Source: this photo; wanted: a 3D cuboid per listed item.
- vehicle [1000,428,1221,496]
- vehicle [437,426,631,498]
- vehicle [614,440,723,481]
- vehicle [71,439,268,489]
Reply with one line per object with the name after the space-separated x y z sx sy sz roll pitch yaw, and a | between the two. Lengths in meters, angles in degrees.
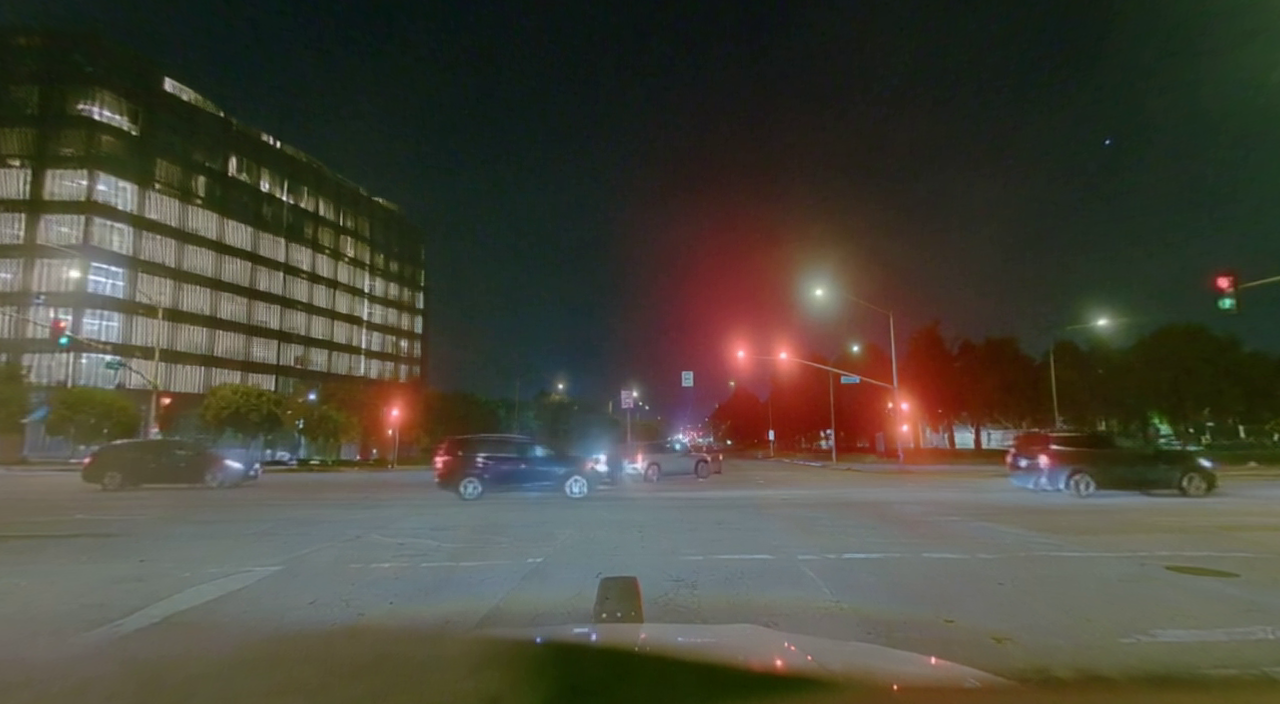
14.561 3.384 19.799 5.101 1.940 2.468 1 -8 -6 | vehicle
-2.805 2.991 17.424 4.923 1.800 2.153 1 -8 -6 | vehicle
1.265 4.517 26.572 4.397 1.569 1.955 7 -11 -39 | vehicle
-14.533 3.471 19.791 4.424 1.454 2.043 1 -8 -7 | vehicle
